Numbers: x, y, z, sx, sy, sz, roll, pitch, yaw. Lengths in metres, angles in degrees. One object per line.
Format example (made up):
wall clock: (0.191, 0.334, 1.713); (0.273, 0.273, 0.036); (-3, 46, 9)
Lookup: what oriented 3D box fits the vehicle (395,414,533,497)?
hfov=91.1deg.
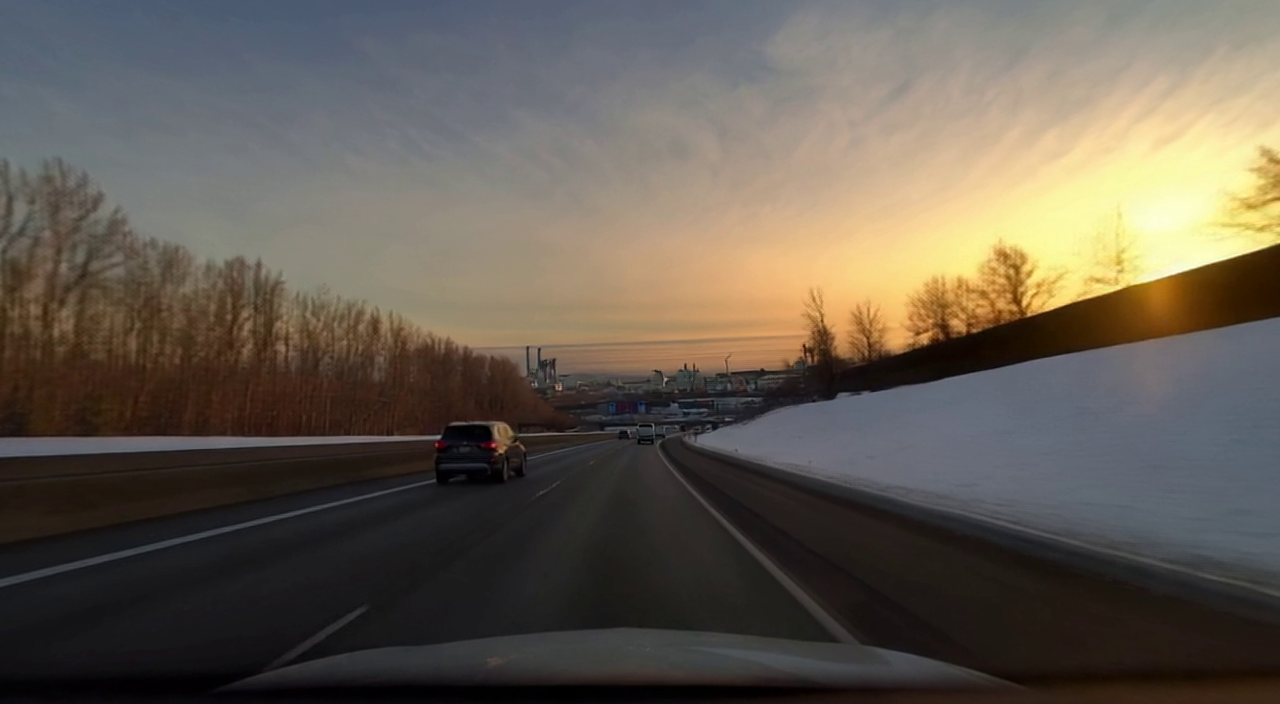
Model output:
vehicle: (-3.953, 2.397, 14.992); (2.018, 1.678, 4.312); (0, -8, 0)
